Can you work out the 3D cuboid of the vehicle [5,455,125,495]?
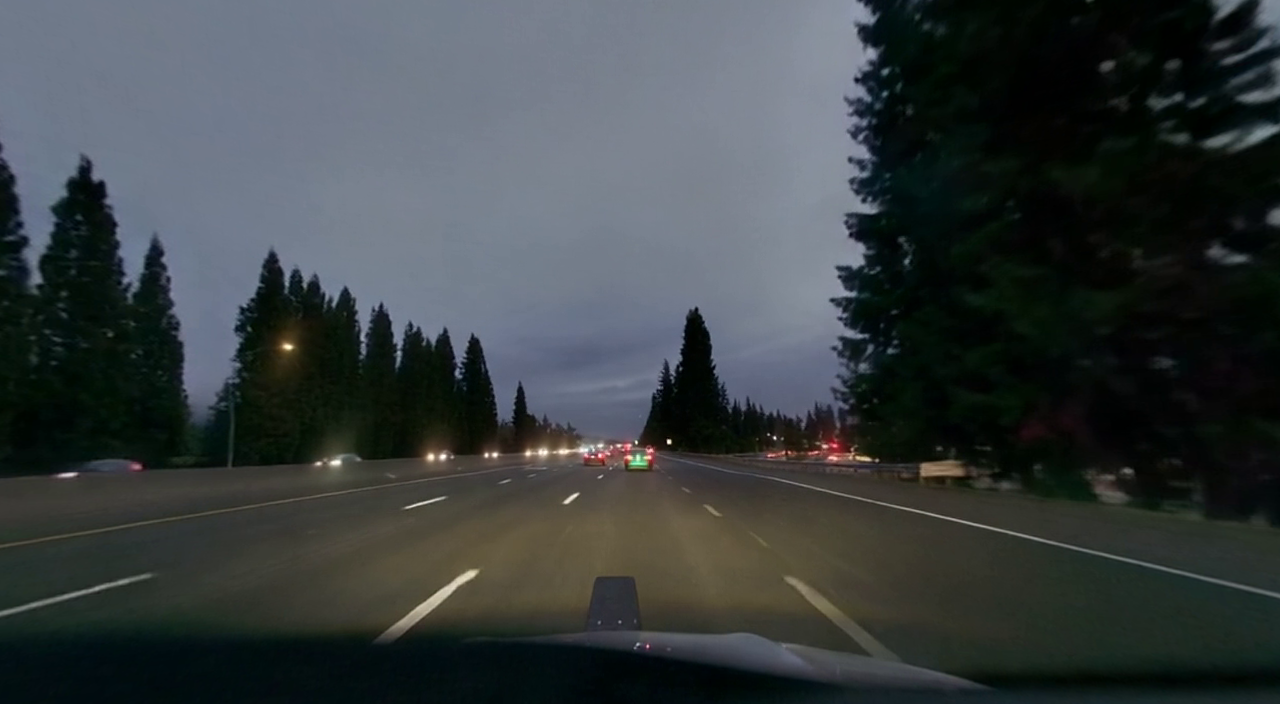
[{"bbox_3d":[-31.161,6.632,34.329,2.041,1.960,4.718,0,-9,-1],"label":"vehicle"}]

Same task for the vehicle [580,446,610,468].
[{"bbox_3d":[-3.487,8.205,49.364,2.049,1.659,4.183,0,-9,0],"label":"vehicle"}]

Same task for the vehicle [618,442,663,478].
[{"bbox_3d":[-0.004,5.853,34.476,2.302,1.810,4.707,0,-8,-1],"label":"vehicle"}]
